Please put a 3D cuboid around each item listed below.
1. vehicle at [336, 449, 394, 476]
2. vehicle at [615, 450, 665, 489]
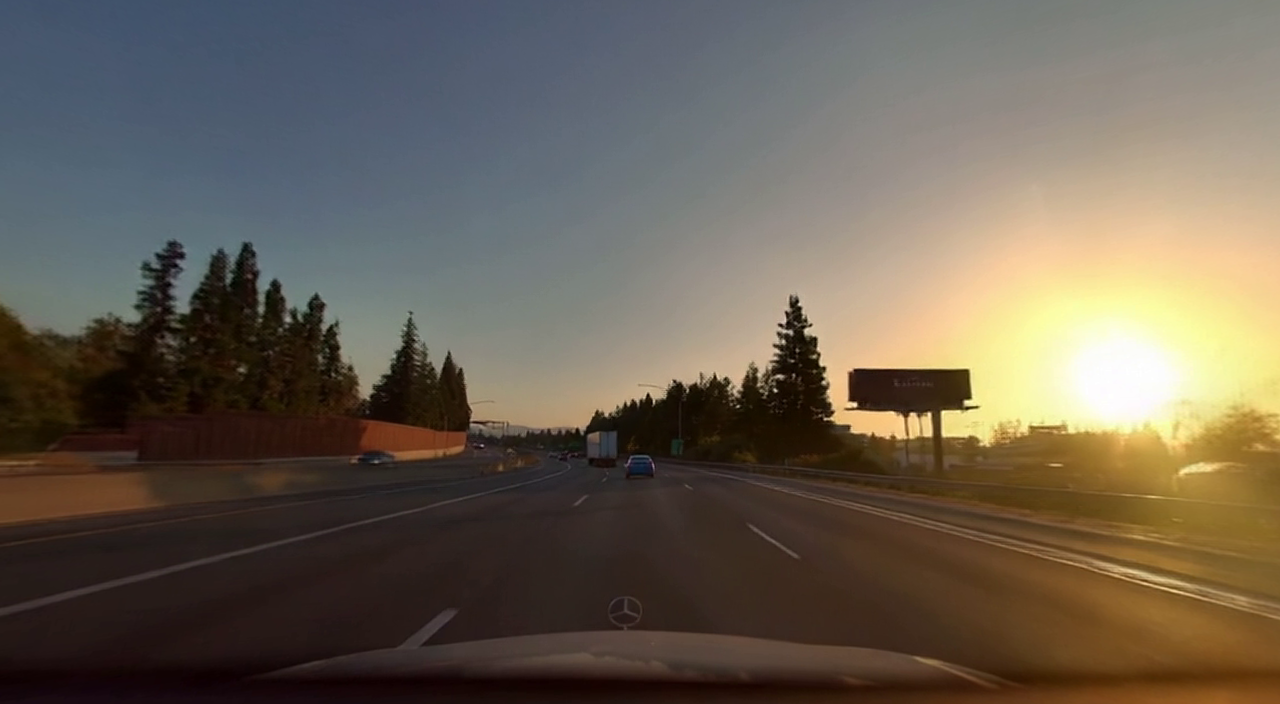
[{"bbox_3d":[-18.731,7.496,43.173,2.028,1.686,4.725,0,-8,-3],"label":"vehicle"},{"bbox_3d":[-0.037,5.163,28.073,2.042,1.528,4.300,0,-8,-1],"label":"vehicle"}]
